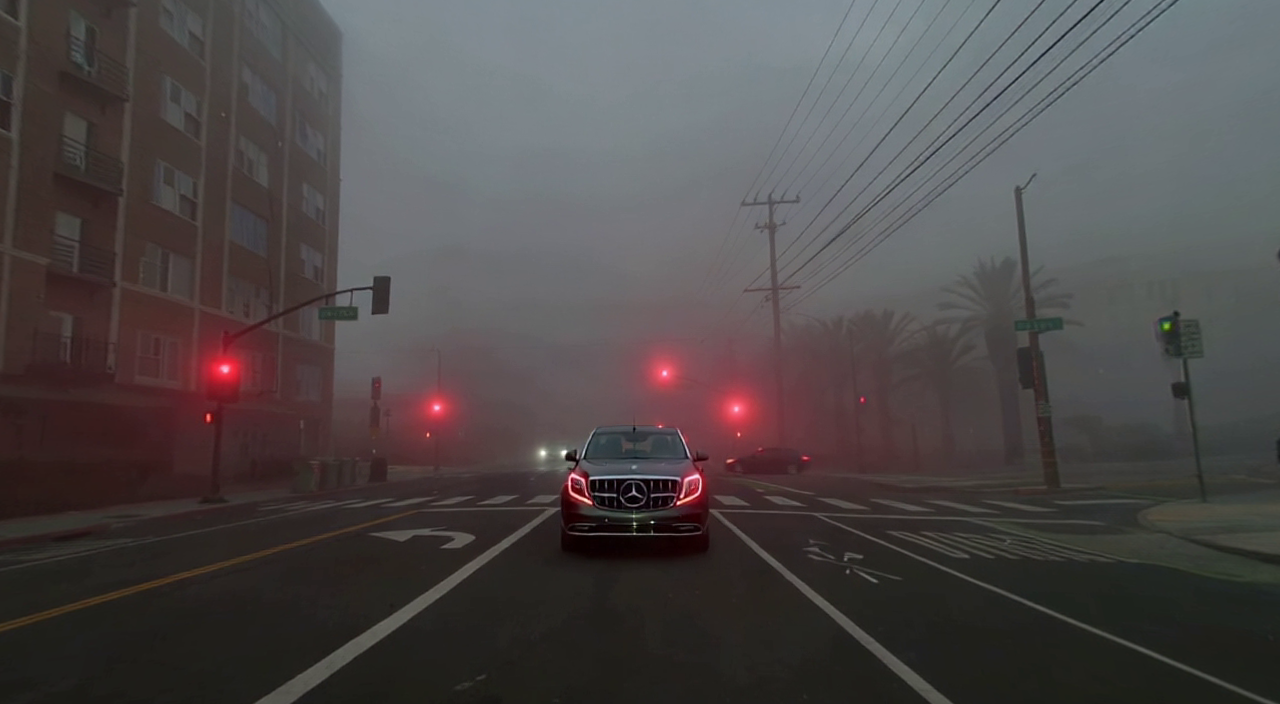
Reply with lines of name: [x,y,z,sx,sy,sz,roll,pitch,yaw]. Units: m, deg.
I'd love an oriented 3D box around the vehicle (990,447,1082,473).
vehicle: [24.197,6.596,38.678,4.417,1.462,1.761,0,-8,-1]

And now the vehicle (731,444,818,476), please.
vehicle: [8.035,6.440,37.912,4.649,1.760,2.029,-5,-10,30]

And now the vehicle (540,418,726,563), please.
vehicle: [-0.084,1.875,9.228,2.144,1.643,3.770,0,-8,0]

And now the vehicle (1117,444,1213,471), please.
vehicle: [32.161,6.467,38.775,4.234,1.613,1.812,0,-8,-1]
